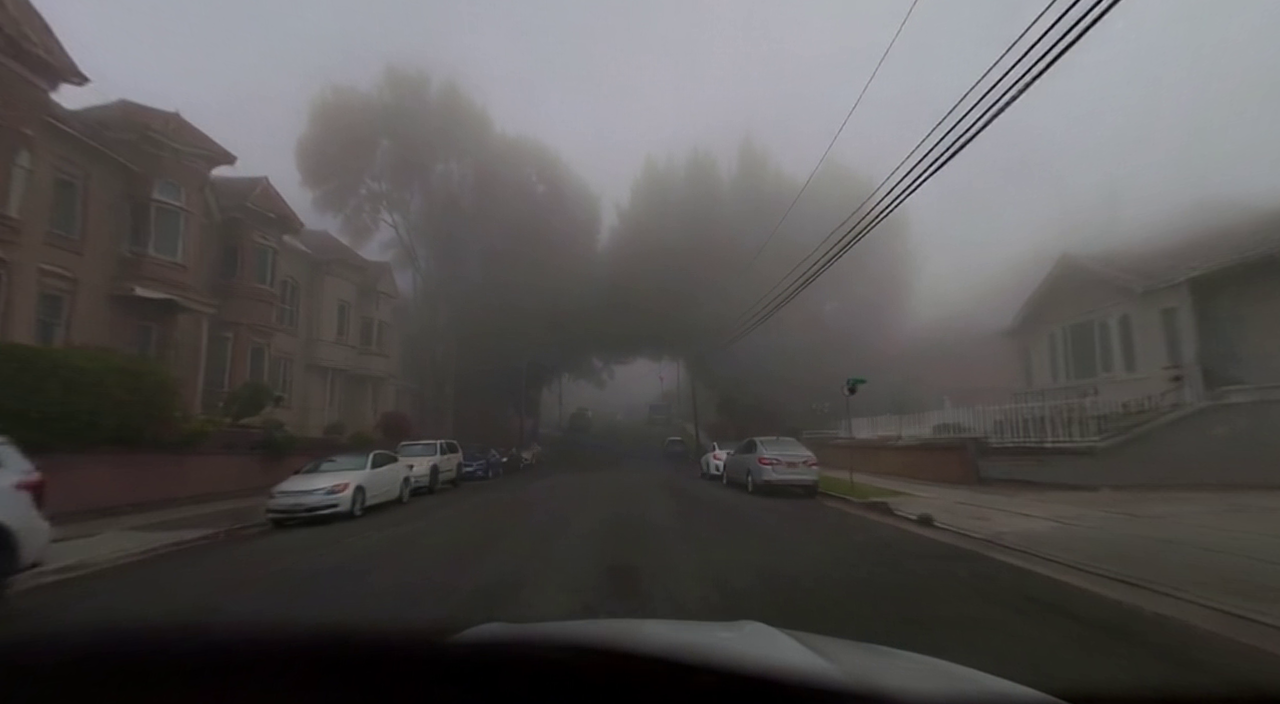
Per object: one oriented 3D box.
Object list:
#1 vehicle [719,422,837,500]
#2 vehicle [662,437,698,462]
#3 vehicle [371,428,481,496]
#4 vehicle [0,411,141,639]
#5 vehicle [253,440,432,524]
[{"bbox_3d":[3.431,2.824,16.698,1.952,1.738,4.518,0,-8,-2],"label":"vehicle"},{"bbox_3d":[2.705,6.652,43.233,1.966,1.620,4.187,0,-8,-3],"label":"vehicle"},{"bbox_3d":[-6.186,3.292,18.887,1.830,1.750,4.502,1,-10,-2],"label":"vehicle"},{"bbox_3d":[-5.748,1.147,3.696,1.958,1.682,4.536,0,-8,-1],"label":"vehicle"},{"bbox_3d":[-6.086,2.664,13.555,2.003,1.489,4.051,0,-8,-3],"label":"vehicle"}]
